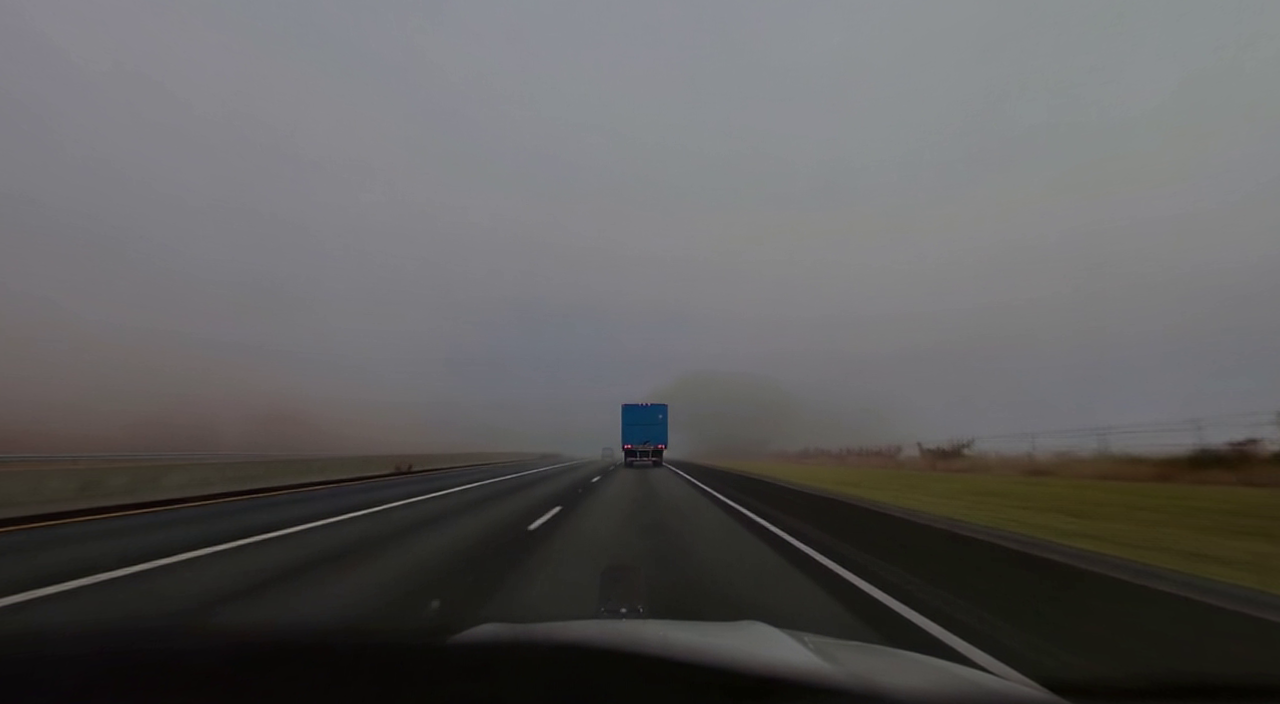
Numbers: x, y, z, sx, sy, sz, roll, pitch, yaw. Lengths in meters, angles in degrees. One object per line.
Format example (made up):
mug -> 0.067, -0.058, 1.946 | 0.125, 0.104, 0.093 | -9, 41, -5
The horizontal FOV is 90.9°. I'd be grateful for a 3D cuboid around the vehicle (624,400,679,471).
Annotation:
vehicle -> 0.510, 5.607, 41.424 | 3.055, 4.009, 10.972 | 0, -9, -2
